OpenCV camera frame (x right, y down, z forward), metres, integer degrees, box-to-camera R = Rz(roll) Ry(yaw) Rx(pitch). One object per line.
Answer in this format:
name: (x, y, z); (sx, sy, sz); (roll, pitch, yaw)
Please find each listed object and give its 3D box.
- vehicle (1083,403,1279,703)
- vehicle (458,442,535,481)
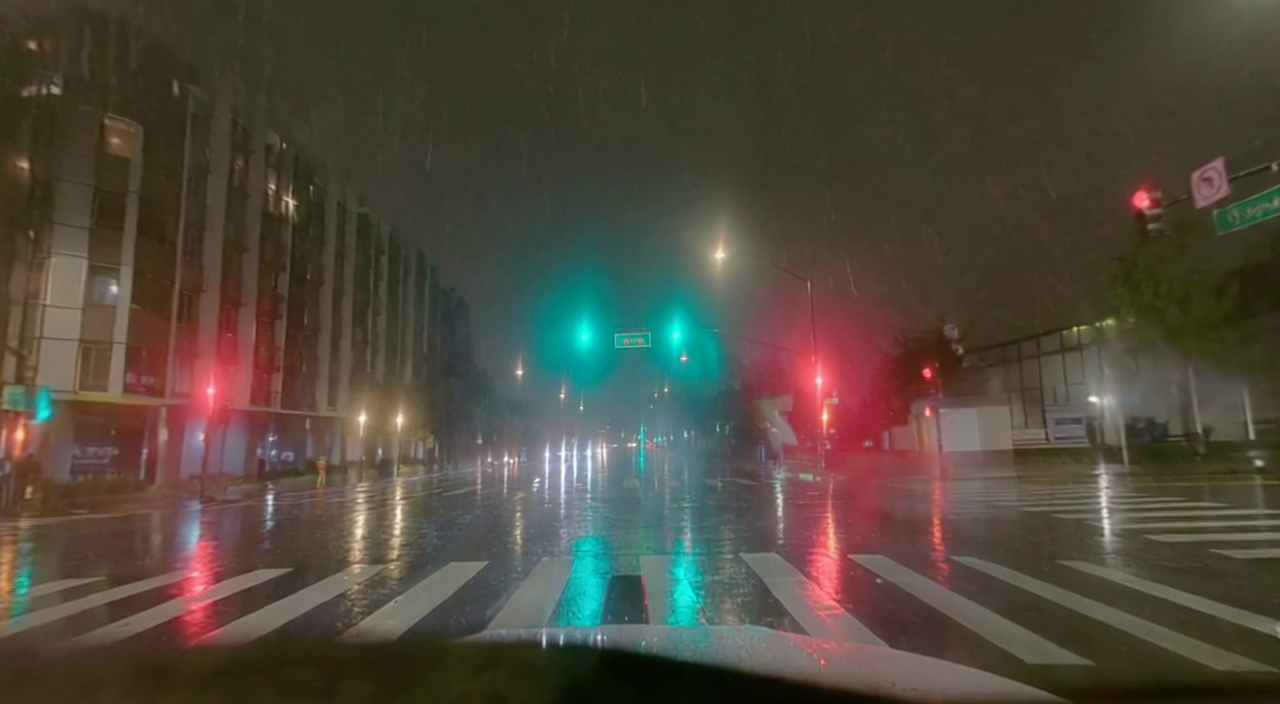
vehicle: (2.961, 0.675, 0.234); (2.039, 1.519, 4.846); (0, -8, 0)
vehicle: (-5.880, 4.542, 26.473); (2.127, 1.473, 4.428); (0, -8, 1)
